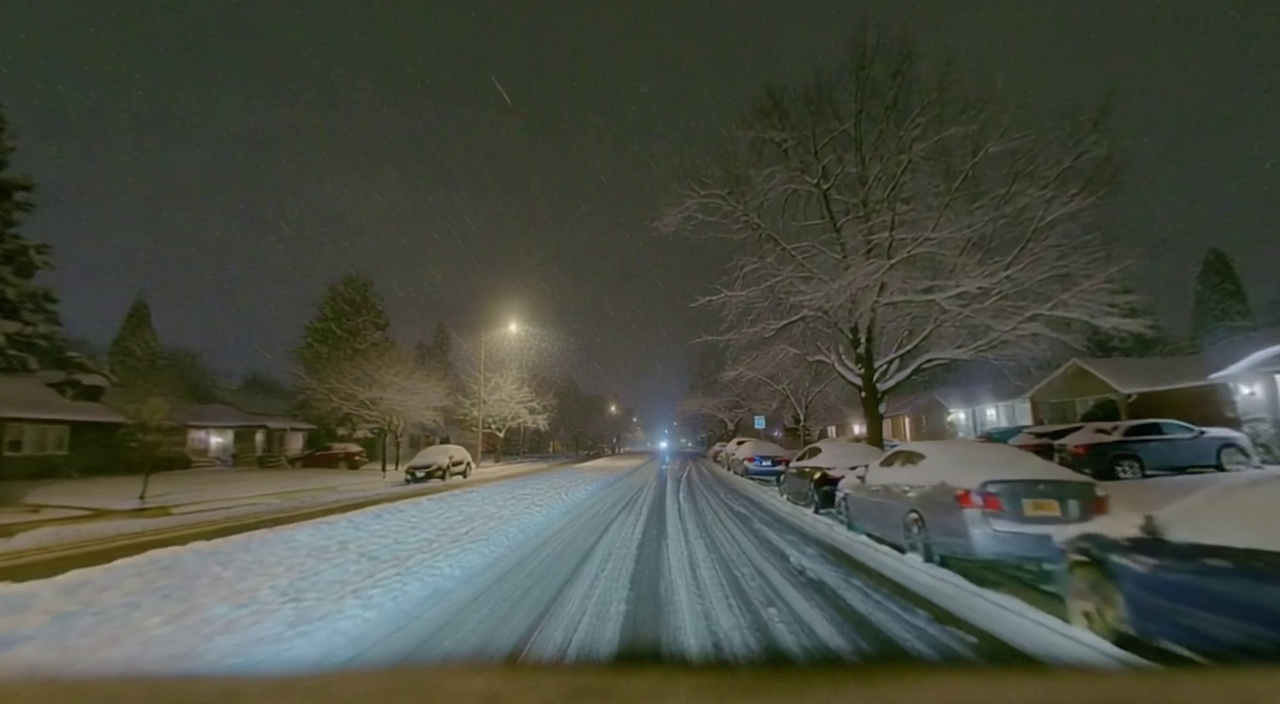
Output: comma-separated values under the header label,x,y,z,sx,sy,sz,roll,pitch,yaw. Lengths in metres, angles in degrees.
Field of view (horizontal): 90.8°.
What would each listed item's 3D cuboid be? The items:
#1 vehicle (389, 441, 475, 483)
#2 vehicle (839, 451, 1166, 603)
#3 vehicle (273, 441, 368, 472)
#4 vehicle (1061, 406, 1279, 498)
label,x,y,z,sx,sy,sz,roll,pitch,yaw
vehicle,-9.585,5.146,29.645,2.093,1.767,5.120,-1,-9,3
vehicle,4.225,2.054,8.401,1.911,1.395,4.362,0,-8,3
vehicle,-18.549,6.054,36.833,4.509,1.698,1.890,0,-9,4
vehicle,13.721,2.450,15.759,4.704,1.942,2.207,-3,-9,2
